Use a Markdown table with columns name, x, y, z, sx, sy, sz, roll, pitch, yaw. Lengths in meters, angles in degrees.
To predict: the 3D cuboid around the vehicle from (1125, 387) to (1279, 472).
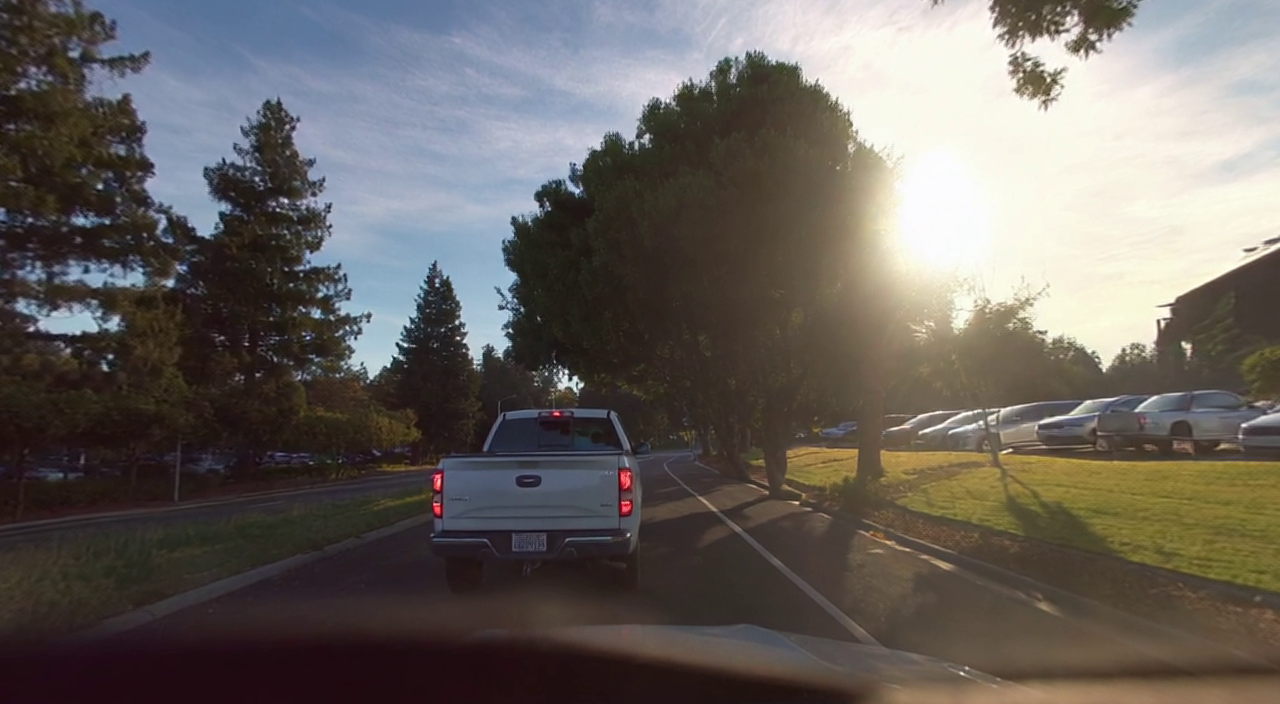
| name | x | y | z | sx | sy | sz | roll | pitch | yaw |
| --- | --- | --- | --- | --- | --- | --- | --- | --- | --- |
| vehicle | 11.879 | 1.408 | 11.552 | 4.298 | 1.392 | 1.944 | -1 | -8 | 2 |

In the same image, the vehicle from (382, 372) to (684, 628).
| name | x | y | z | sx | sy | sz | roll | pitch | yaw |
| --- | --- | --- | --- | --- | --- | --- | --- | --- | --- |
| vehicle | -0.686 | 1.422 | 7.107 | 2.157 | 1.816 | 5.039 | 0 | -8 | 2 |
